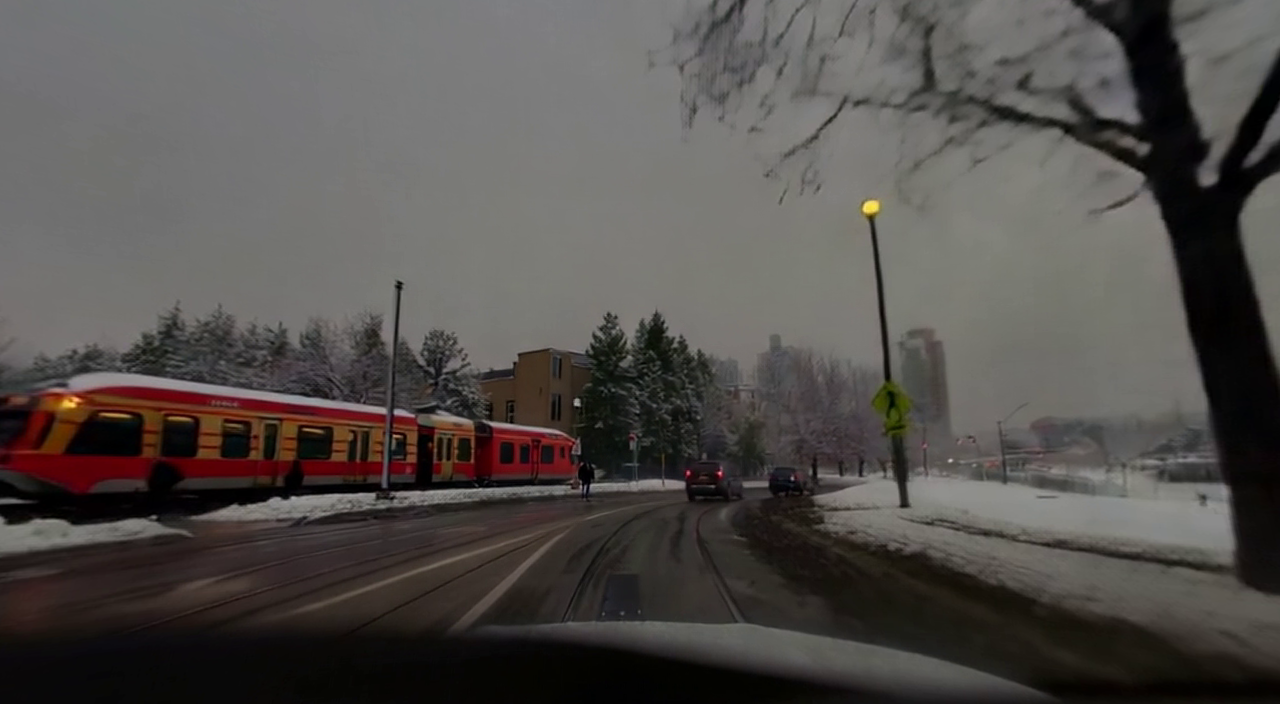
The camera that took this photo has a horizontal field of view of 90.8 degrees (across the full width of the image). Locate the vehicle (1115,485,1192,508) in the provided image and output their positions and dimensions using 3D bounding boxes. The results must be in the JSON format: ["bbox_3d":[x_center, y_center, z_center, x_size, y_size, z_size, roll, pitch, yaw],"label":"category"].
[{"bbox_3d":[37.785,10.600,46.558,3.934,1.480,1.728,-4,-9,19],"label":"vehicle"}]

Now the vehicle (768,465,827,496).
[{"bbox_3d":[9.748,7.865,38.910,2.010,1.725,4.320,-7,-11,34],"label":"vehicle"}]

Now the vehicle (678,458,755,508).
[{"bbox_3d":[3.160,5.165,25.298,2.263,1.765,4.237,-3,-10,17],"label":"vehicle"}]
